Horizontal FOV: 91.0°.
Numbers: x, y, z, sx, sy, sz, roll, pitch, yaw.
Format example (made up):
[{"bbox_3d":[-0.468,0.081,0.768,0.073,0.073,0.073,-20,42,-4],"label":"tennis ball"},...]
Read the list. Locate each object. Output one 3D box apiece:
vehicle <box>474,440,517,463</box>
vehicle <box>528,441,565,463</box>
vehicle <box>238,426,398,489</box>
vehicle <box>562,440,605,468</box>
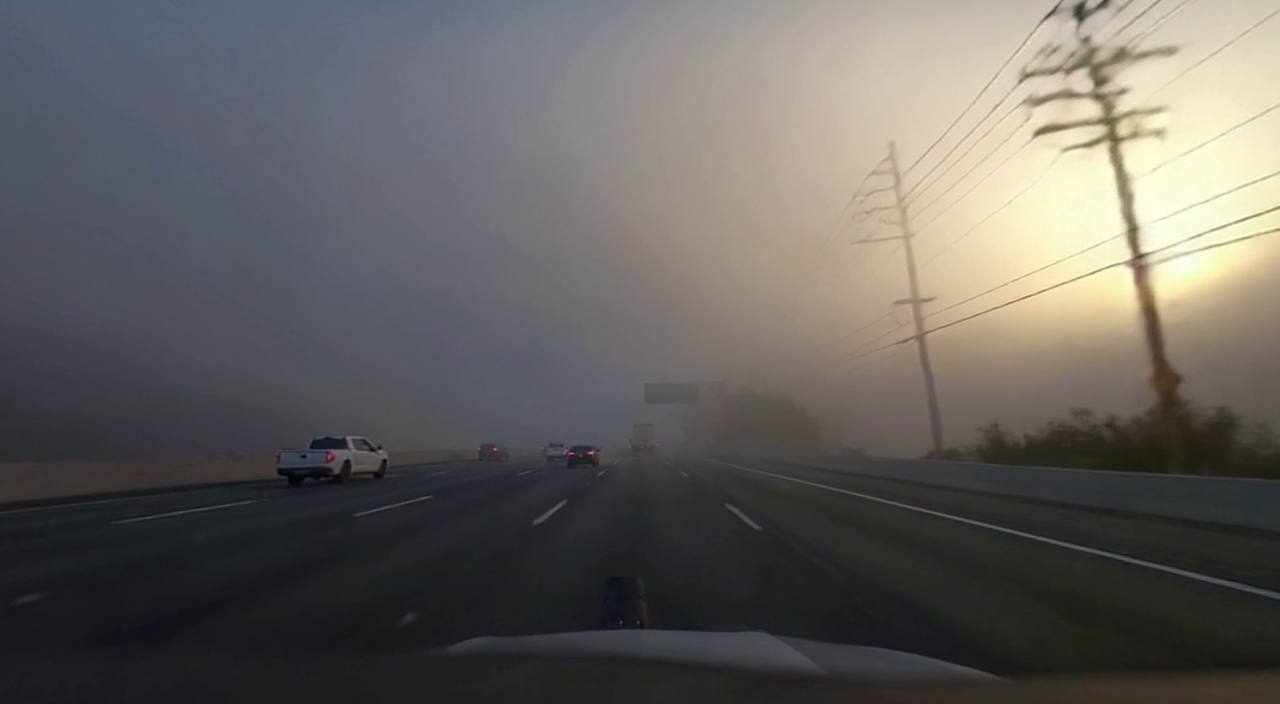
[{"bbox_3d":[-10.837,7.483,47.533,2.058,1.621,4.739,0,-9,1],"label":"vehicle"},{"bbox_3d":[-6.893,7.418,46.920,1.946,1.514,4.687,0,-9,1],"label":"vehicle"},{"bbox_3d":[-10.625,3.550,21.505,2.310,1.853,5.817,0,-9,1],"label":"vehicle"},{"bbox_3d":[-3.294,6.090,37.741,2.045,1.532,4.954,0,-9,1],"label":"vehicle"}]
